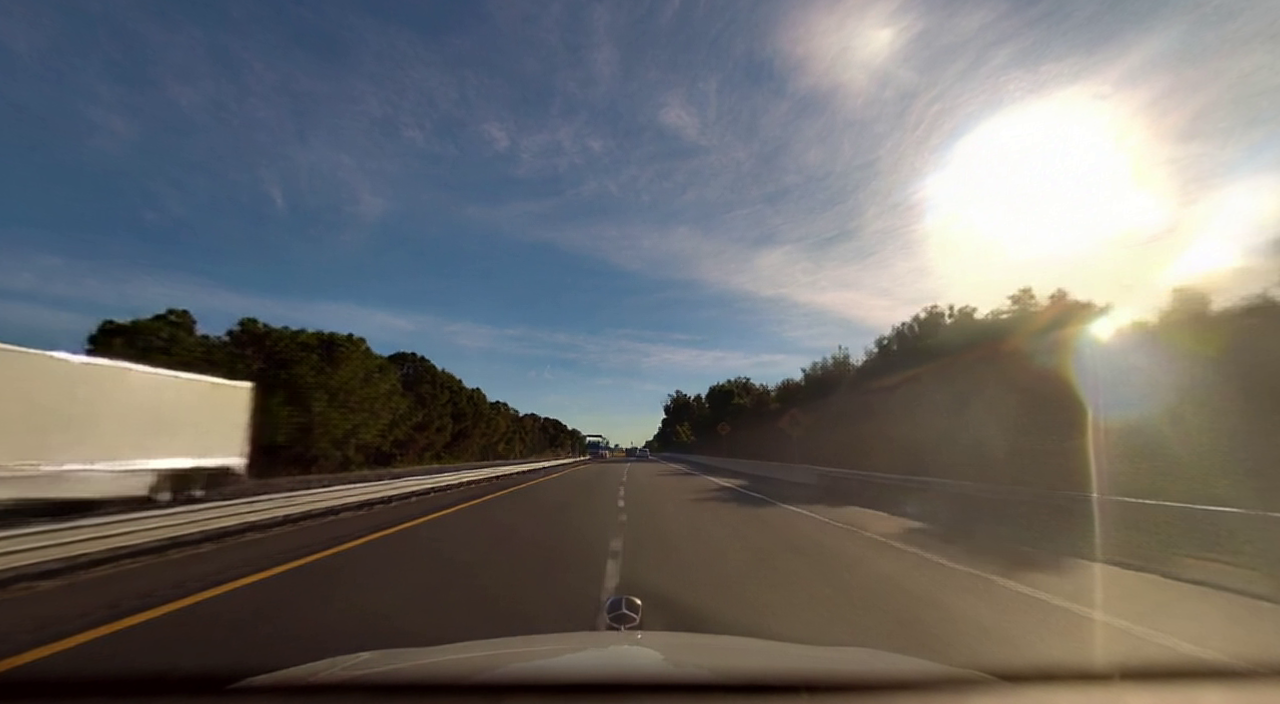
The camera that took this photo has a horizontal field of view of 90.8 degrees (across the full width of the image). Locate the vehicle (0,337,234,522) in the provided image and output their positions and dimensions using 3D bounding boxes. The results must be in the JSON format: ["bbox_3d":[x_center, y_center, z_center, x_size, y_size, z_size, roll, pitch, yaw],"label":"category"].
[{"bbox_3d":[-15.426,1.762,14.170,2.933,3.968,14.979,0,-9,-1],"label":"vehicle"}]
